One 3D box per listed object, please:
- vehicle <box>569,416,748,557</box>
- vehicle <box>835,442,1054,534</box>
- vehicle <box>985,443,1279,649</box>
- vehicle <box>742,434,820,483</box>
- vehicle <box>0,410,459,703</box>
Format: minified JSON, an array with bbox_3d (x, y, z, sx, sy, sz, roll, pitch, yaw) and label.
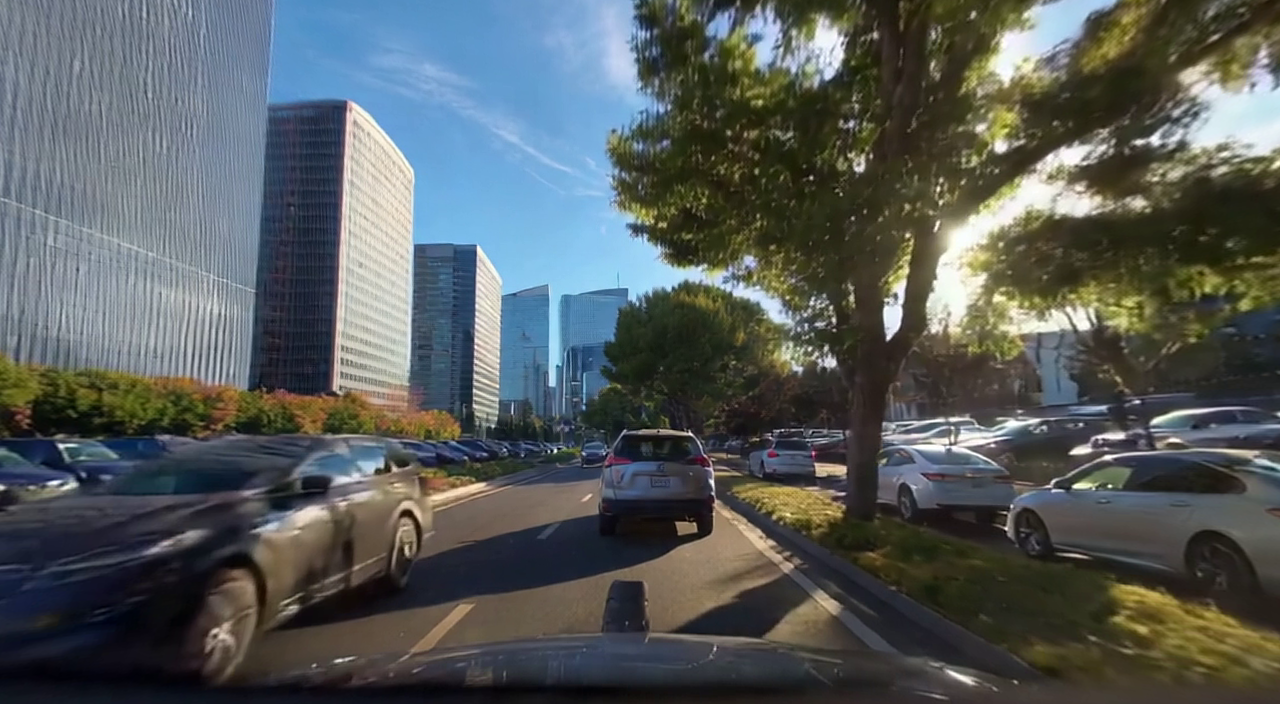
[{"bbox_3d":[0.233,1.885,9.467,2.105,1.653,3.887,0,-9,0],"label":"vehicle"},{"bbox_3d":[5.667,2.556,12.613,1.852,1.452,4.852,0,-9,-1],"label":"vehicle"},{"bbox_3d":[5.540,1.629,6.069,1.809,1.478,4.623,0,-9,0],"label":"vehicle"},{"bbox_3d":[5.649,4.325,25.850,2.059,1.813,4.637,0,-9,-1],"label":"vehicle"},{"bbox_3d":[-3.194,1.365,5.014,2.090,1.532,4.529,0,-9,1],"label":"vehicle"}]
